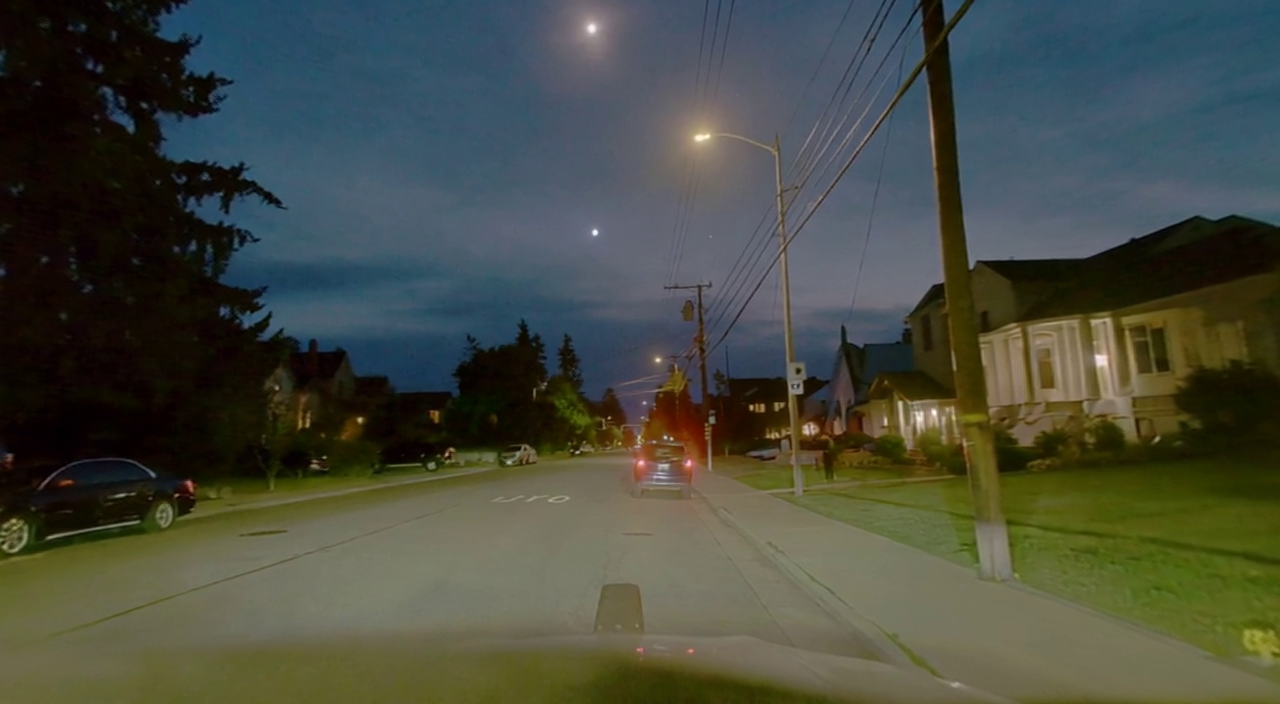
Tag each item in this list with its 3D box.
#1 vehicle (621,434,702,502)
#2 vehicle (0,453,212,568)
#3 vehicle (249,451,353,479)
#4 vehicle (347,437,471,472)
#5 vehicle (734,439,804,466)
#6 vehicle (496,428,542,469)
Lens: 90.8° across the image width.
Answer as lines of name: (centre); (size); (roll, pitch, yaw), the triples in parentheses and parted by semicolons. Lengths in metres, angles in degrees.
vehicle: (0.576, 2.972, 16.494); (1.908, 1.572, 3.105); (0, -8, 3)
vehicle: (-9.415, 2.373, 10.027); (1.968, 1.449, 4.502); (0, -8, 2)
vehicle: (-17.963, 6.010, 33.632); (4.481, 1.420, 1.712); (0, -9, -3)
vehicle: (-13.683, 6.110, 37.720); (6.488, 2.009, 2.354); (0, -9, 1)
vehicle: (8.140, 6.377, 40.222); (4.075, 1.674, 1.811); (0, -8, 1)
vehicle: (-9.111, 7.360, 48.189); (2.199, 2.902, 5.848); (0, -8, 1)
